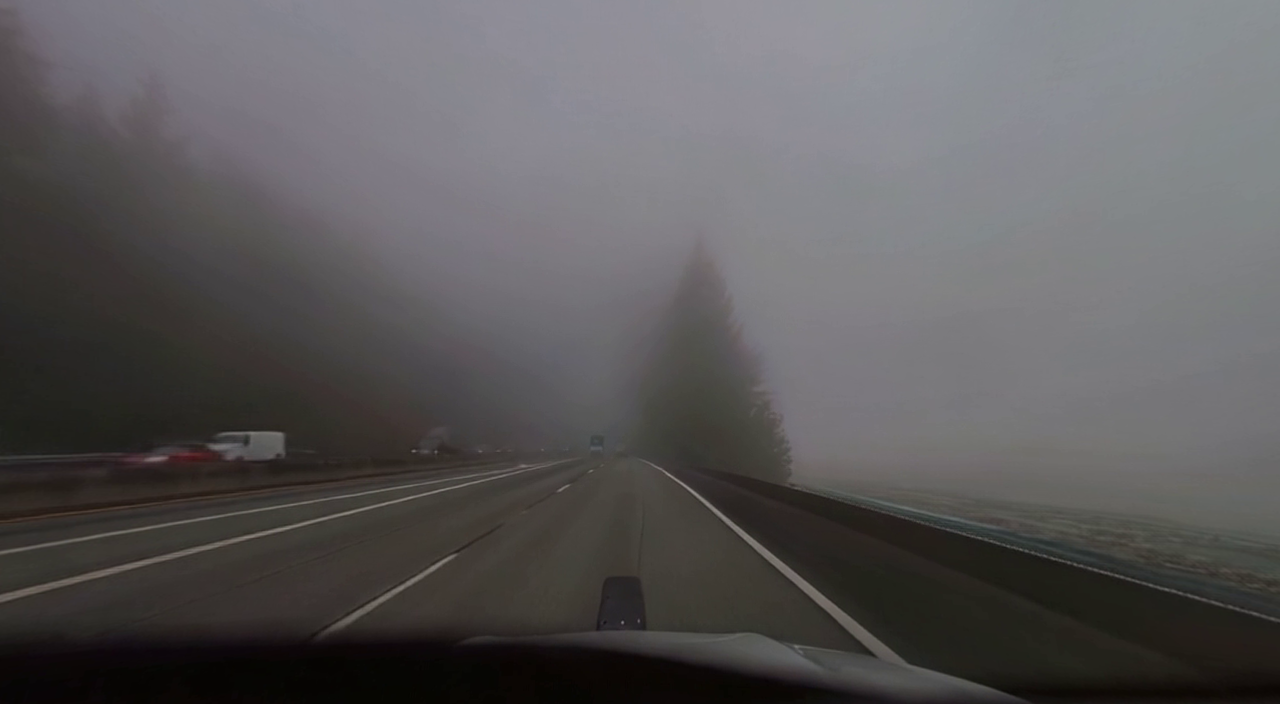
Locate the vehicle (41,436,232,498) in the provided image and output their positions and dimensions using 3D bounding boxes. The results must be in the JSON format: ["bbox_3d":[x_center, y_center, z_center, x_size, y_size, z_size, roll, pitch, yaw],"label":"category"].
[{"bbox_3d":[-14.034,3.220,17.965,1.846,1.517,4.301,-1,-9,0],"label":"vehicle"}]

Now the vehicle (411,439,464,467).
[{"bbox_3d":[-13.869,6.966,43.434,2.107,1.790,4.620,0,-9,0],"label":"vehicle"}]

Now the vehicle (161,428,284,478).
[{"bbox_3d":[-18.442,4.494,28.196,2.145,2.042,4.848,0,-9,0],"label":"vehicle"}]
